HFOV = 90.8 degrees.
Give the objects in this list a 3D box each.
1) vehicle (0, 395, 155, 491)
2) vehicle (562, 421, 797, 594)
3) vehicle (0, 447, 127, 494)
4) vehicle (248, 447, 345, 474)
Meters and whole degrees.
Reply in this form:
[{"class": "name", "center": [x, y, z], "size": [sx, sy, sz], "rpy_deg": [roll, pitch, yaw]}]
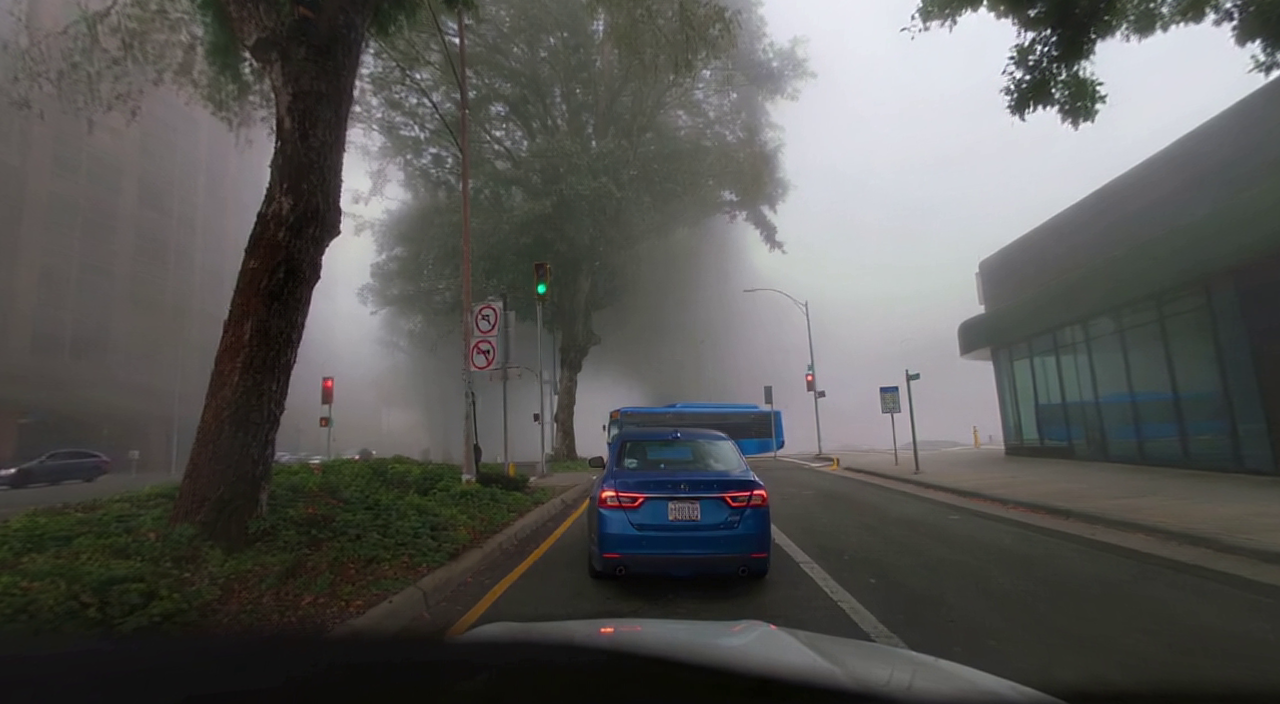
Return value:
[{"class": "vehicle", "center": [-25.952, 3.648, 25.331], "size": [2.692, 3.685, 10.153], "rpy_deg": [-3, -9, 20]}, {"class": "vehicle", "center": [0.374, 1.621, 7.398], "size": [2.006, 1.470, 3.799], "rpy_deg": [0, -8, 1]}, {"class": "vehicle", "center": [-22.892, 4.472, 24.189], "size": [1.892, 1.645, 4.561], "rpy_deg": [-3, -9, 19]}, {"class": "vehicle", "center": [-20.308, 6.386, 37.601], "size": [1.883, 1.461, 4.830], "rpy_deg": [-4, -9, 23]}]
